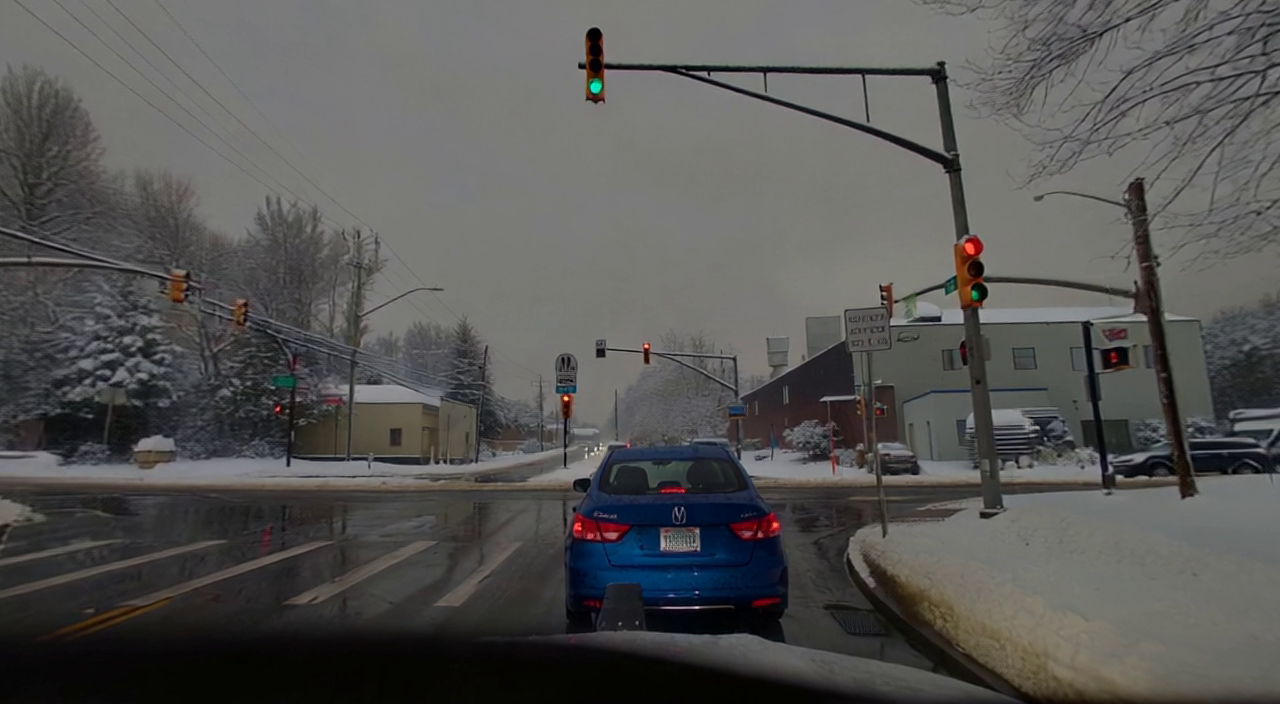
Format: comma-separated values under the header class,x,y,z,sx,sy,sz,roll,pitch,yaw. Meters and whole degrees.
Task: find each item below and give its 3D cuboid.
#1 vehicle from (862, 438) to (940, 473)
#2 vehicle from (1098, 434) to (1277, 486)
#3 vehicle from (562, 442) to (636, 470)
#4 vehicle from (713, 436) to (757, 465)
class,x,y,z,sx,sy,sz,roll,pitch,yaw
vehicle,12.406,5.040,30.271,1.922,1.529,3.964,0,-11,-2
vehicle,16.806,3.321,19.512,3.876,1.512,1.784,0,-8,-1
vehicle,-2.445,6.153,37.555,3.991,1.526,1.868,-5,-9,30
vehicle,6.912,7.200,46.170,1.491,2.041,2.964,6,-9,-35
